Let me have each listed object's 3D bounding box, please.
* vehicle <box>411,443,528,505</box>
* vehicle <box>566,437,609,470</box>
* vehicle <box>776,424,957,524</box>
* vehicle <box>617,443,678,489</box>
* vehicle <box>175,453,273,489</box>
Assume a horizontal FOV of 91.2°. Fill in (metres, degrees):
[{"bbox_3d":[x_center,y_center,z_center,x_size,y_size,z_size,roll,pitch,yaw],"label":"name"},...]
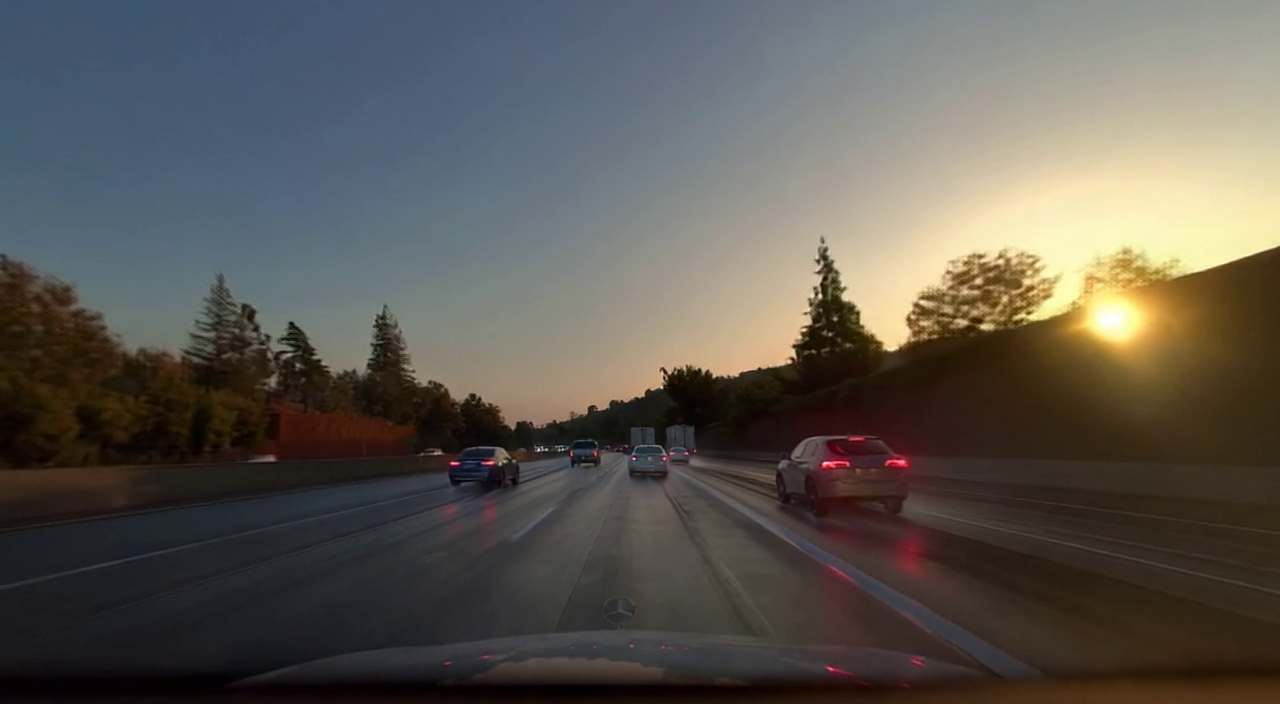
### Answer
[{"bbox_3d":[-4.537,3.297,17.438,1.967,1.473,4.439,0,-9,1],"label":"vehicle"},{"bbox_3d":[-3.256,6.446,39.881,2.230,1.973,4.403,-1,-9,2],"label":"vehicle"},{"bbox_3d":[4.260,2.371,12.624,2.018,1.639,4.149,0,-9,-1],"label":"vehicle"},{"bbox_3d":[0.252,4.153,23.167,2.015,1.526,4.286,0,-9,0],"label":"vehicle"},{"bbox_3d":[-20.378,5.806,30.941,1.901,1.582,4.159,-1,-9,1],"label":"vehicle"}]
